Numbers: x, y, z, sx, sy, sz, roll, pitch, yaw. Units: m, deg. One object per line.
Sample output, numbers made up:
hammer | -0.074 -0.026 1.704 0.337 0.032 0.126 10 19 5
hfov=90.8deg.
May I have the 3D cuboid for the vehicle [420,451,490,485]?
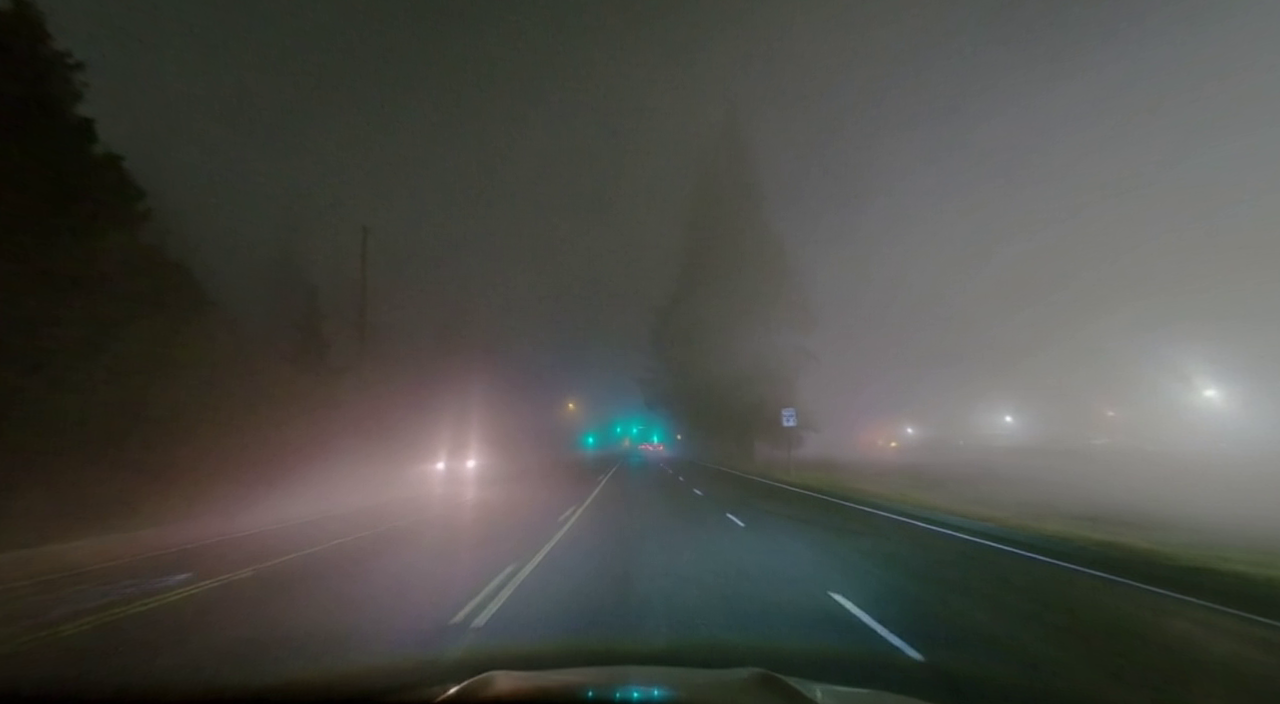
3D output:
vehicle | -8.930 5.627 30.955 2.011 1.482 4.671 0 -8 0
